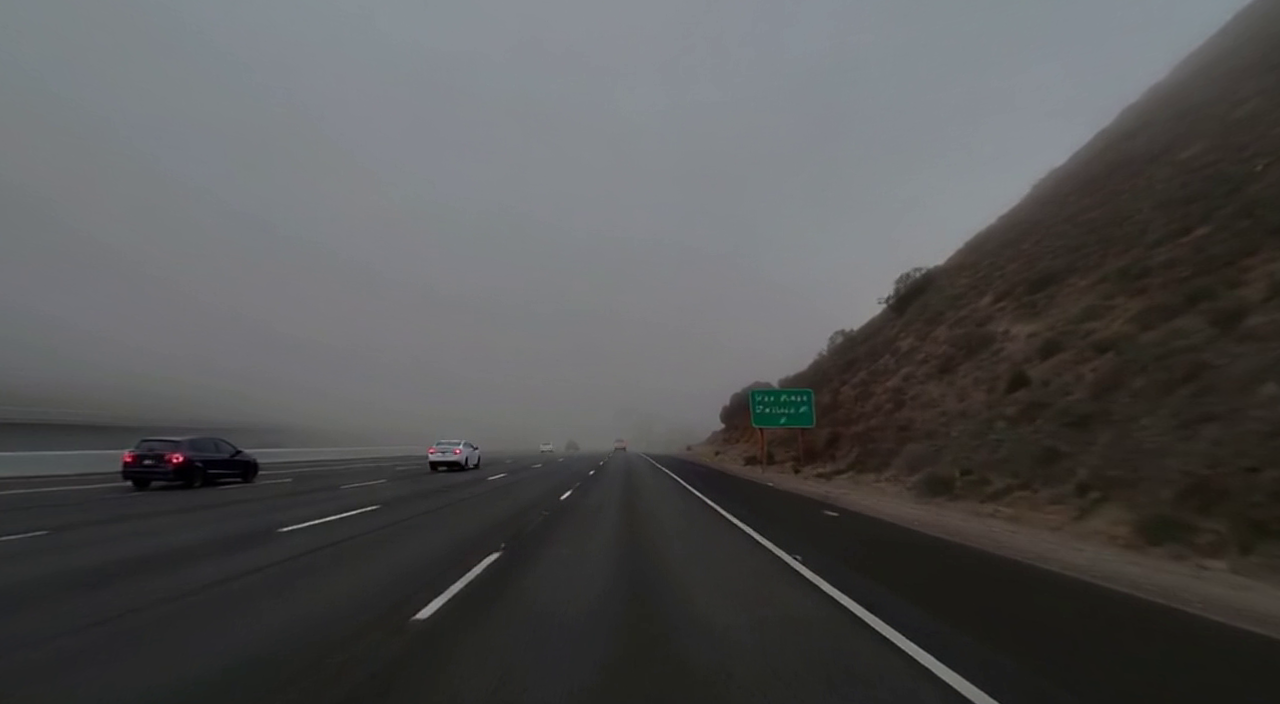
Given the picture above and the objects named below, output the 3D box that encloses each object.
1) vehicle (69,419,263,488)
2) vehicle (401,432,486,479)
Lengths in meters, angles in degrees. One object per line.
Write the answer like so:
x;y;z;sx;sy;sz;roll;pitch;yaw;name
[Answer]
-15.304;3.353;20.989;2.240;1.953;5.452;0;-9;-1;vehicle
-7.844;4.185;25.684;2.104;1.715;4.319;0;-9;-1;vehicle
